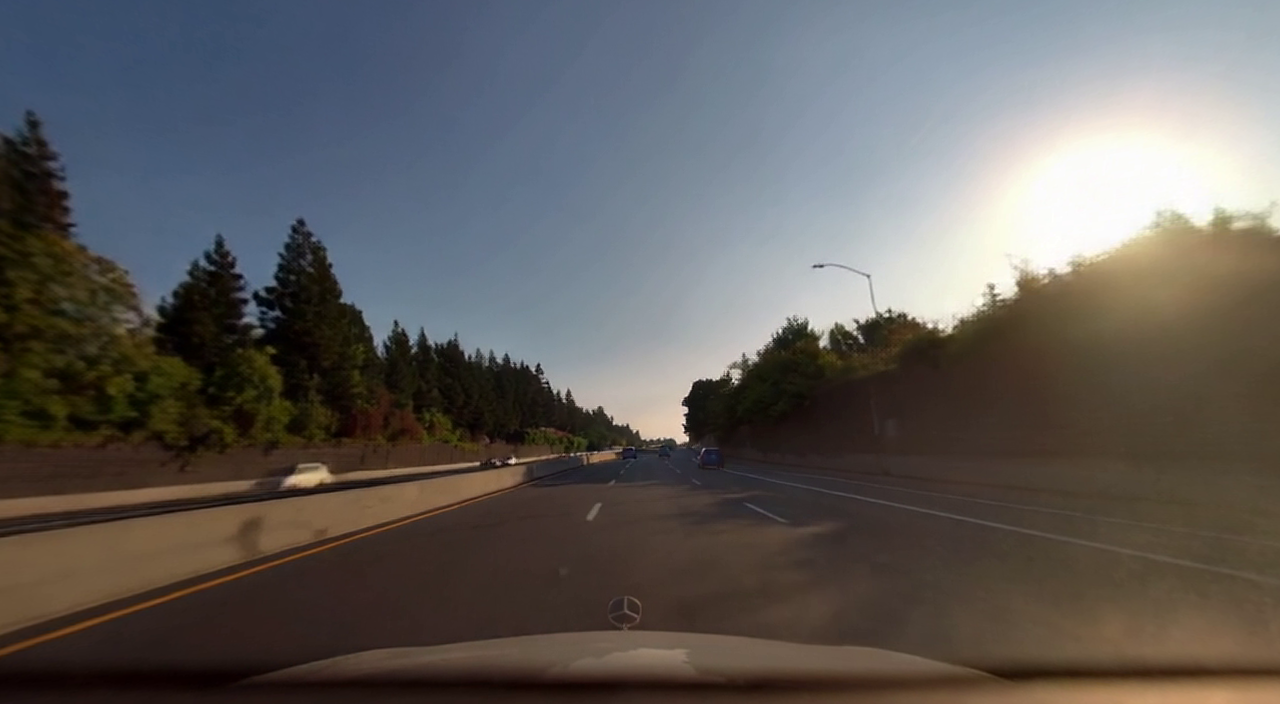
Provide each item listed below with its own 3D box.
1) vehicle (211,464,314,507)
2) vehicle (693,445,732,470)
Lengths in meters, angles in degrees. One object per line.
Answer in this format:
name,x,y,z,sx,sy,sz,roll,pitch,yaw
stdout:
vehicle,-17.383,6.132,29.298,2.070,1.754,4.268,0,-9,0
vehicle,4.867,7.203,43.073,2.175,1.574,3.943,0,-9,0
